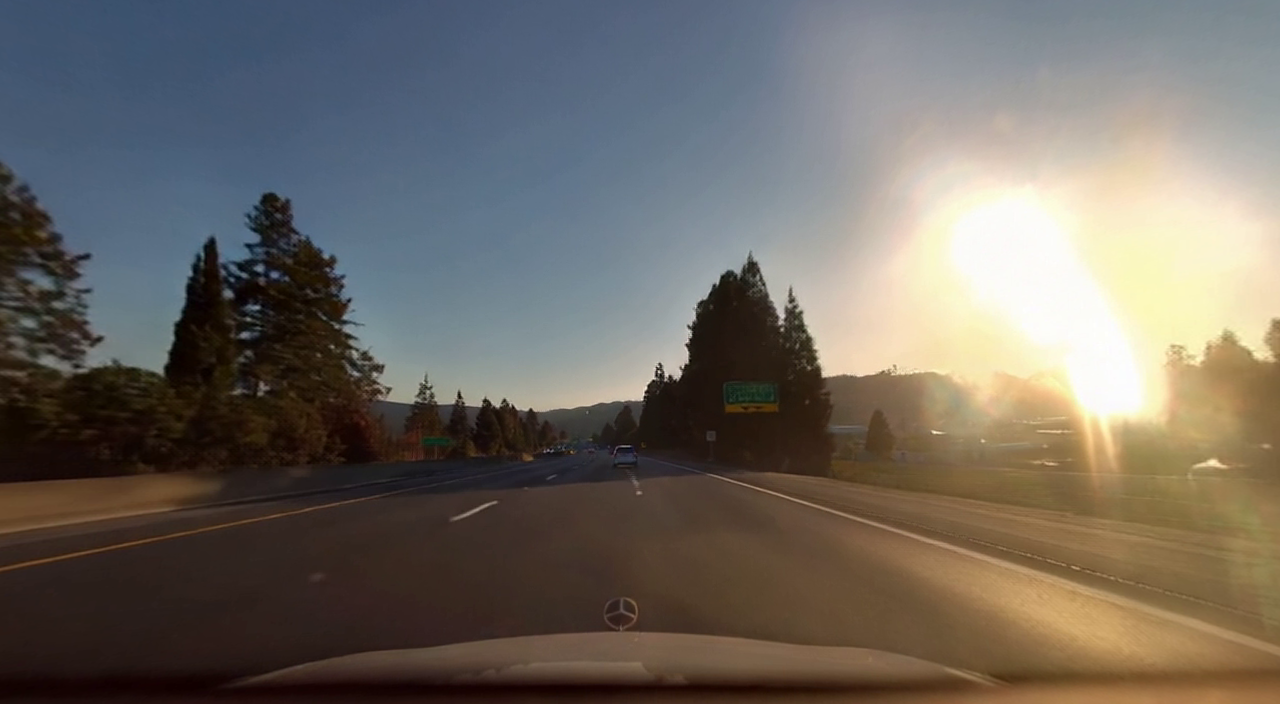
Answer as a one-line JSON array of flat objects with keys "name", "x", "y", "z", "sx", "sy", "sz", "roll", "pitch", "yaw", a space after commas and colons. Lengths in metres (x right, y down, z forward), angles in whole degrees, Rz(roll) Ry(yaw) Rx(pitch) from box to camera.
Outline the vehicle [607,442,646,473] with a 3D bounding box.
[{"name": "vehicle", "x": -0.768, "y": 6.146, "z": 36.746, "sx": 2.120, "sy": 1.715, "sz": 4.153, "roll": 0, "pitch": -9, "yaw": 0}]
